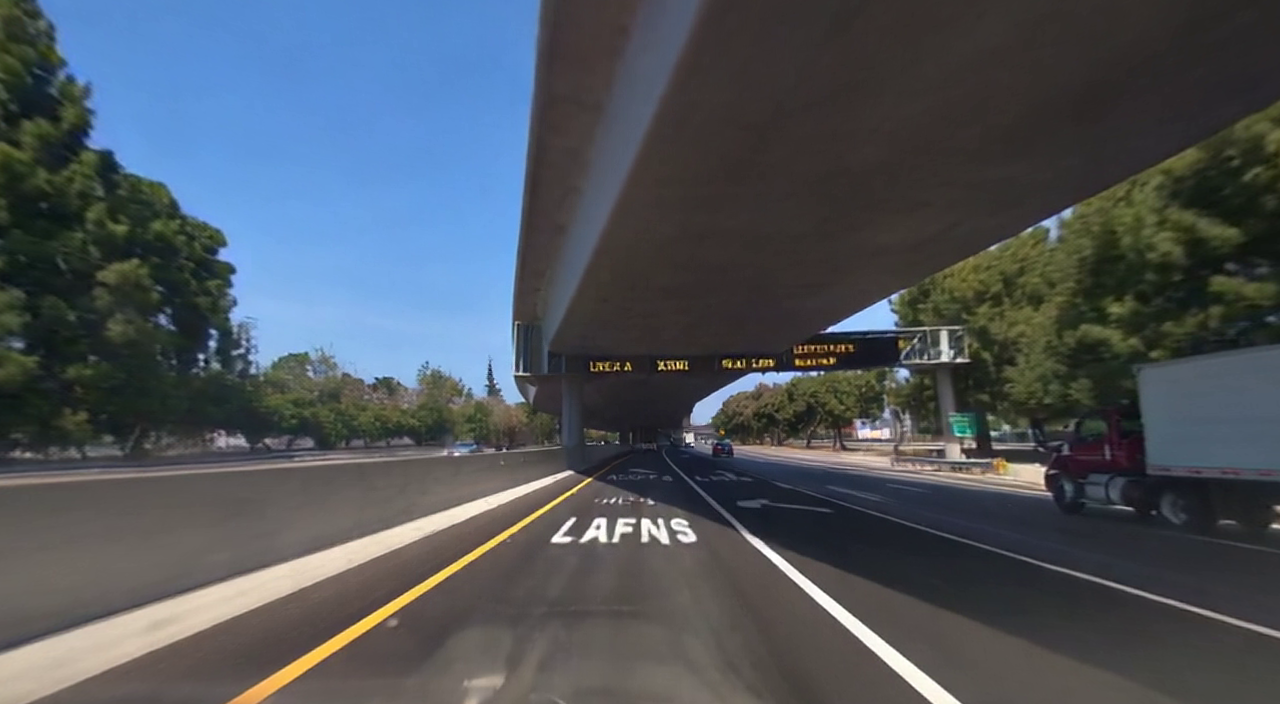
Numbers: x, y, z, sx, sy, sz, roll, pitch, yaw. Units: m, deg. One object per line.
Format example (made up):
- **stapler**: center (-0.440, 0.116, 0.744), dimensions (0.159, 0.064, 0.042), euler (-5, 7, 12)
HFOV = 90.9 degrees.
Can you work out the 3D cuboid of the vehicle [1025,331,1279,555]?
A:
- **vehicle**: center (10.767, 1.379, 9.554), dimensions (2.960, 3.207, 10.950), euler (0, -8, 0)
